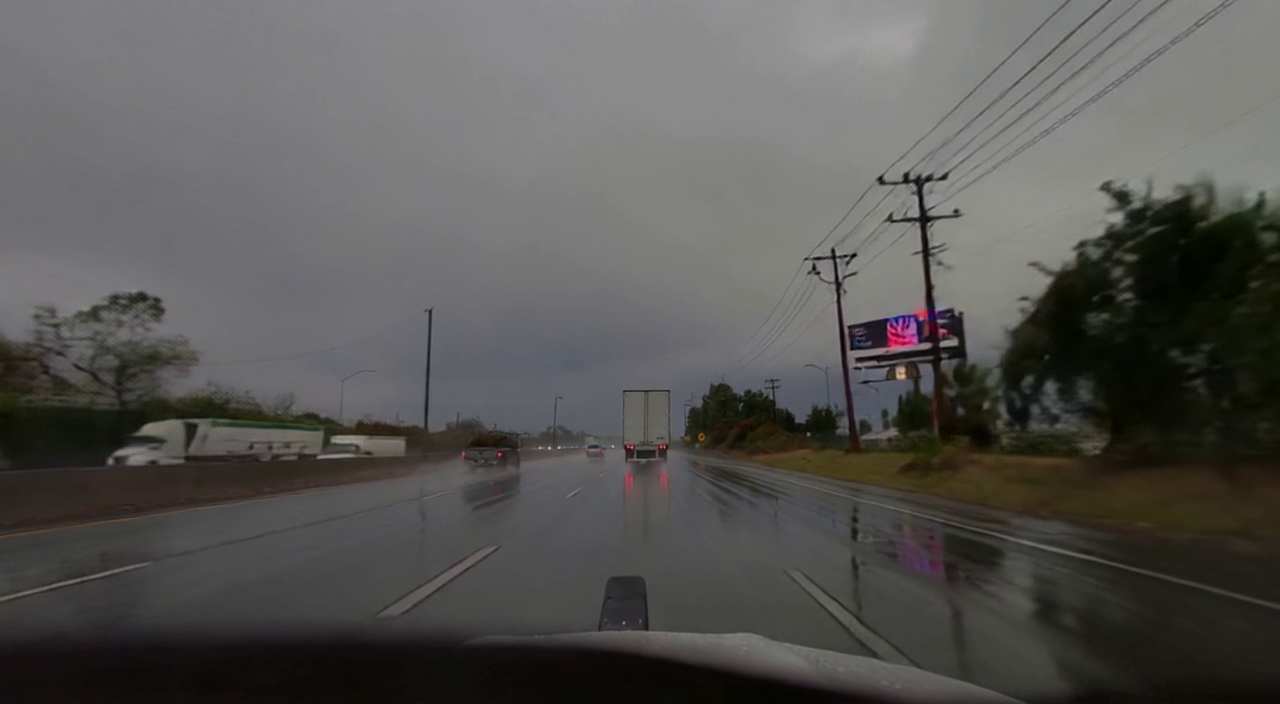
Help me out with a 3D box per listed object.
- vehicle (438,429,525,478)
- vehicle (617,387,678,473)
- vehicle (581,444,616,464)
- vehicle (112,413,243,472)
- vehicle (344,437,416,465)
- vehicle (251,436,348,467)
[{"bbox_3d":[-6.920,4.531,28.327,2.263,1.936,5.802,0,-8,2],"label":"vehicle"},{"bbox_3d":[0.567,4.521,35.638,2.879,4.027,11.243,-1,-8,2],"label":"vehicle"},{"bbox_3d":[-3.082,7.713,47.949,2.138,1.469,4.677,-1,-8,3],"label":"vehicle"},{"bbox_3d":[-32.612,6.472,45.029,3.037,3.770,7.991,0,-8,1],"label":"vehicle"},{"bbox_3d":[-17.778,6.785,43.542,2.331,1.778,6.072,0,-8,1],"label":"vehicle"},{"bbox_3d":[-21.908,6.436,40.989,2.849,1.831,6.164,0,-8,1],"label":"vehicle"}]
